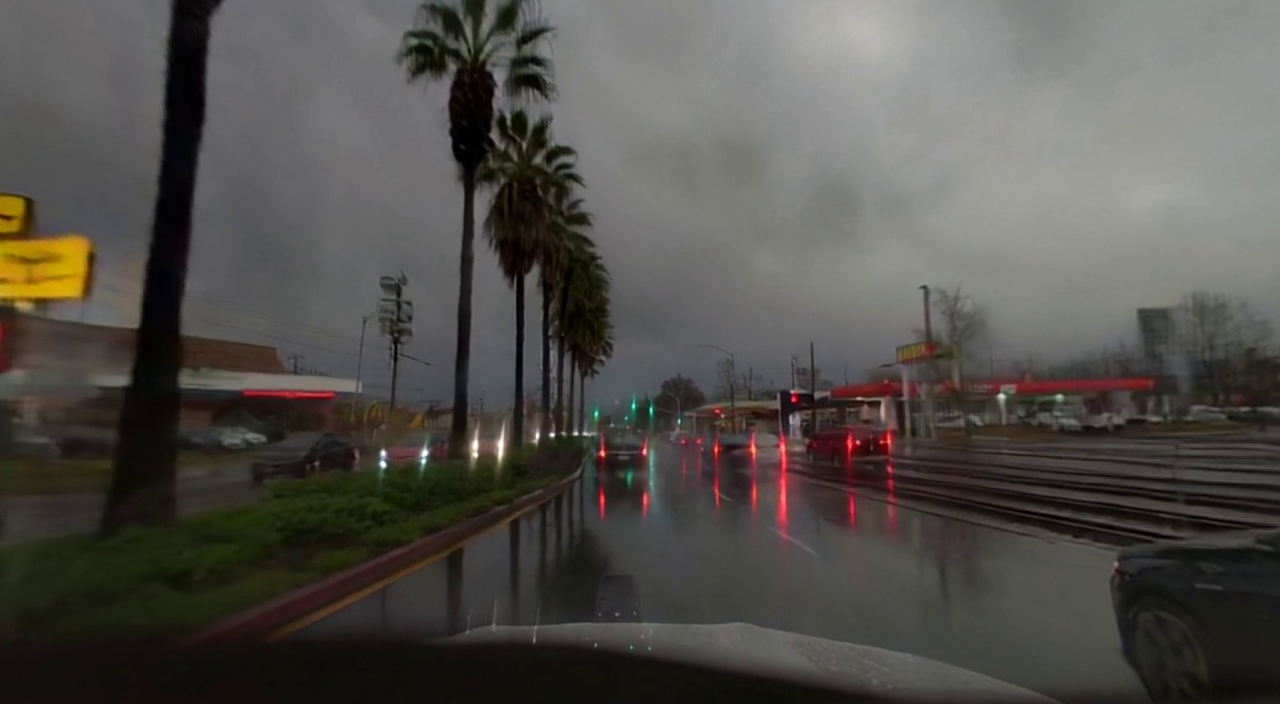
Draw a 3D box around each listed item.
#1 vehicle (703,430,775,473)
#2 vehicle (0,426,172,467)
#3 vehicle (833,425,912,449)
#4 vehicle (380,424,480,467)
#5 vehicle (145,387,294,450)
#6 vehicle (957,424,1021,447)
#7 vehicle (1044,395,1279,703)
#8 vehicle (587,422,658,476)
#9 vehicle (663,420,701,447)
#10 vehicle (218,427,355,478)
[{"bbox_3d":[3.604,3.703,23.756,1.889,1.448,4.262,0,-8,-1],"label":"vehicle"},{"bbox_3d":[-20.981,3.585,23.952,4.858,1.489,2.147,-1,-8,5],"label":"vehicle"},{"bbox_3d":[14.634,5.399,39.931,4.293,1.438,1.773,0,-8,0],"label":"vehicle"},{"bbox_3d":[-7.935,3.618,24.450,2.052,1.483,4.751,-1,-8,3],"label":"vehicle"},{"bbox_3d":[-23.932,4.013,36.657,2.791,3.271,7.924,-1,-8,3],"label":"vehicle"},{"bbox_3d":[27.093,6.500,49.162,3.856,1.515,1.691,-3,-8,3],"label":"vehicle"},{"bbox_3d":[3.519,0.802,1.746,1.987,1.474,4.198,0,-8,0],"label":"vehicle"},{"bbox_3d":[-0.674,3.133,20.523,2.021,1.550,4.090,1,-8,-5],"label":"vehicle"},{"bbox_3d":[2.962,5.950,45.922,2.299,1.803,5.434,0,-8,-1],"label":"vehicle"},{"bbox_3d":[-11.463,3.299,20.938,1.865,1.472,4.532,0,-8,1],"label":"vehicle"}]
